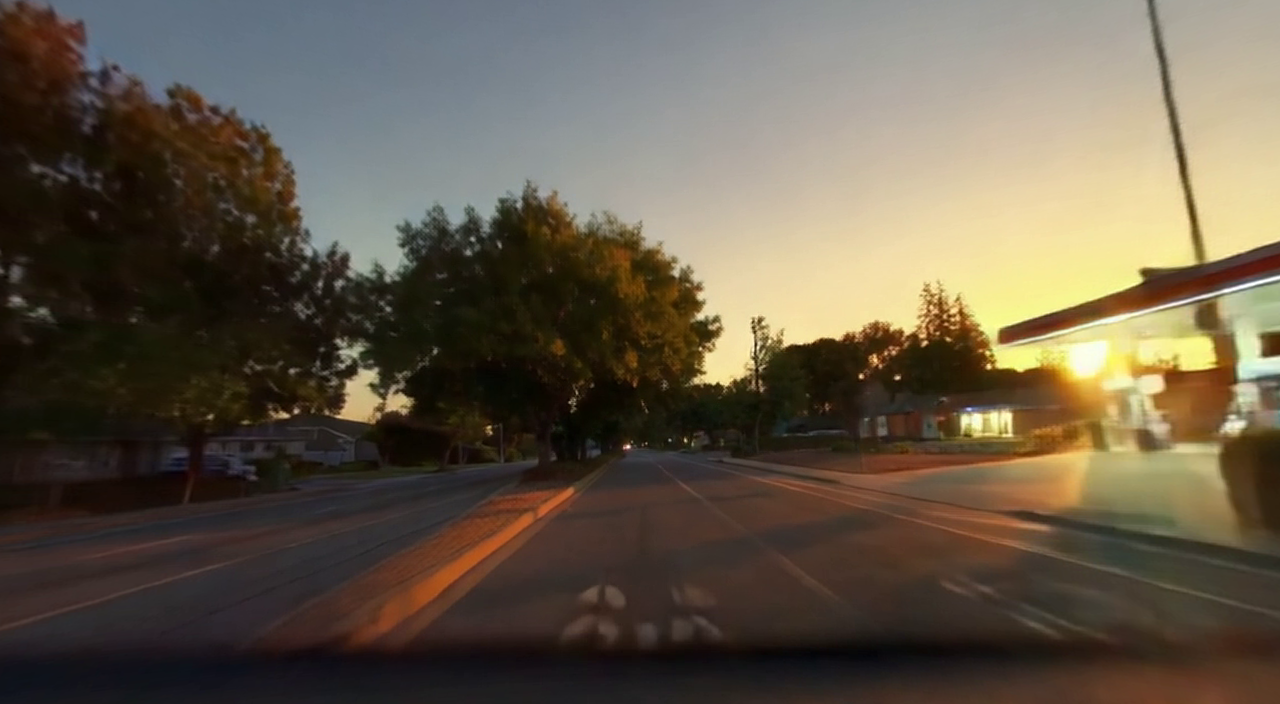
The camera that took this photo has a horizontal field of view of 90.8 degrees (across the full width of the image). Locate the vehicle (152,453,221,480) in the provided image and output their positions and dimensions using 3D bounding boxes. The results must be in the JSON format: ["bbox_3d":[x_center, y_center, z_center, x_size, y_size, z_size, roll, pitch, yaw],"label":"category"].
[{"bbox_3d":[-30.194,7.623,42.204,1.881,1.444,4.046,-3,-7,-5],"label":"vehicle"}]

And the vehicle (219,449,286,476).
[{"bbox_3d":[-25.322,7.205,41.422,1.760,1.598,3.881,-1,-9,2],"label":"vehicle"}]
